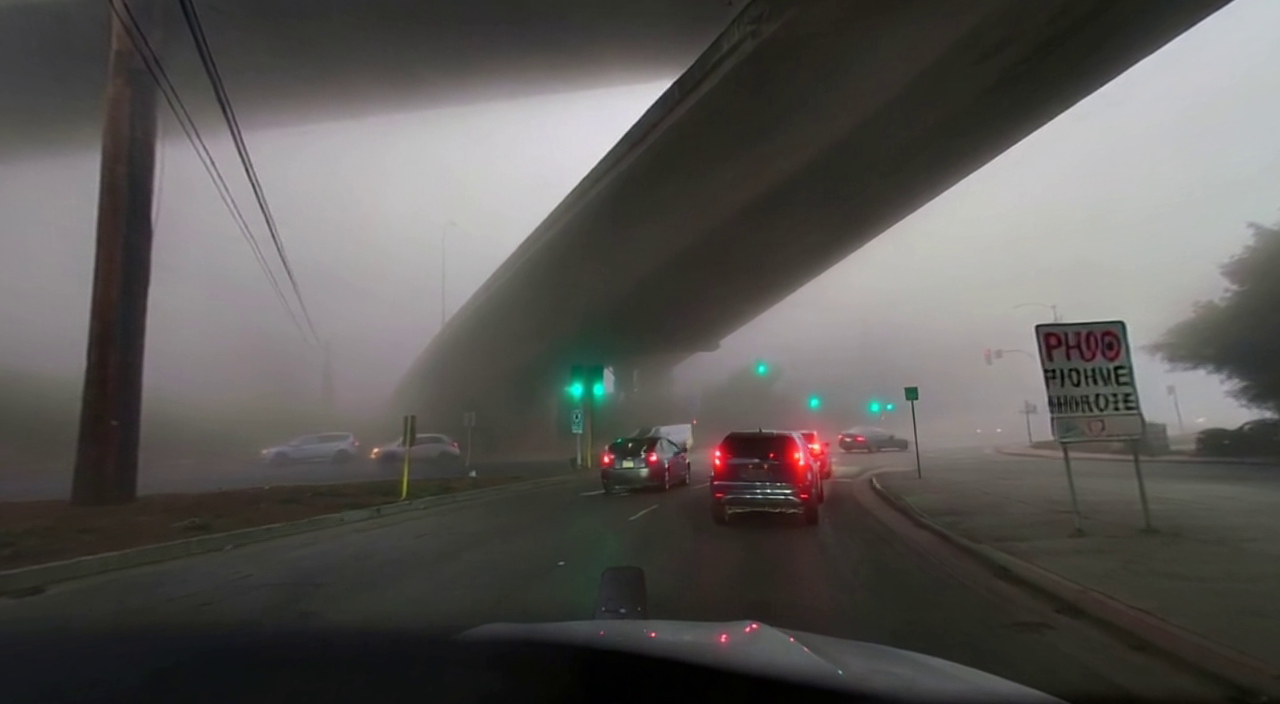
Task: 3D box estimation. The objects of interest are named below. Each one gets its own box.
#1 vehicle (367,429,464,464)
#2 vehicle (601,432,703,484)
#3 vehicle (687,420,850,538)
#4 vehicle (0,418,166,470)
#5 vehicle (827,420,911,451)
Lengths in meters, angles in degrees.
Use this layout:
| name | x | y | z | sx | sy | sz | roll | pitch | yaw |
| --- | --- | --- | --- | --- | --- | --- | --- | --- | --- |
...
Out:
| name | x | y | z | sx | sy | sz | roll | pitch | yaw |
| --- | --- | --- | --- | --- | --- | --- | --- | --- | --- |
| vehicle | -12.766 | 5.424 | 36.157 | 4.827 | 1.885 | 2.008 | 1 | -9 | -7 |
| vehicle | 0.549 | 3.491 | 21.096 | 2.214 | 1.519 | 4.704 | -3 | -9 | 17 |
| vehicle | 2.183 | 2.067 | 10.931 | 2.195 | 1.571 | 4.353 | -2 | -9 | 11 |
| vehicle | -43.653 | 7.012 | 48.126 | 2.989 | 3.604 | 11.471 | -5 | -9 | 27 |
| vehicle | 13.209 | 4.819 | 36.269 | 4.755 | 1.623 | 2.290 | 6 | -11 | -38 |
